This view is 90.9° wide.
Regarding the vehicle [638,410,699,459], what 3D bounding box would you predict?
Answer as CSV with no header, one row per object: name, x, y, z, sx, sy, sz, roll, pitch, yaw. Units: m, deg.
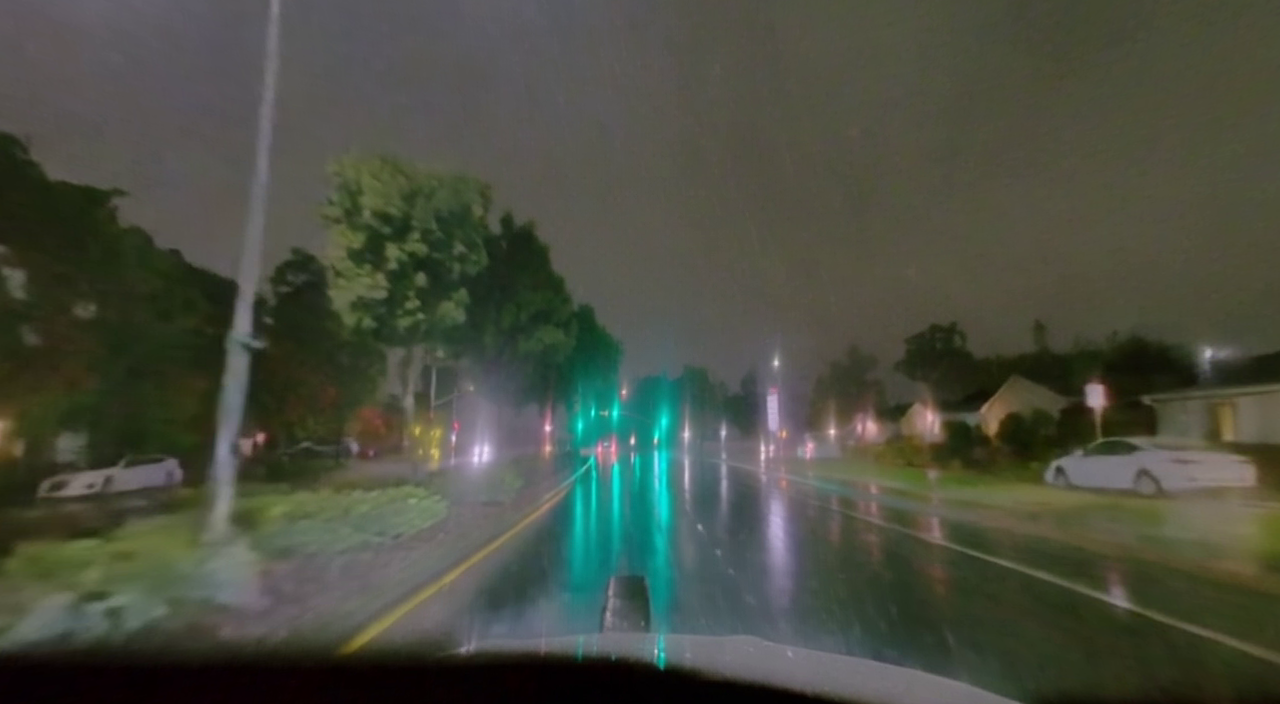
vehicle,1.901,6.517,49.282,3.037,3.261,12.926,1,-8,-5

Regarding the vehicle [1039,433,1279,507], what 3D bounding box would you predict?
vehicle,11.725,2.656,14.711,1.839,1.445,4.484,0,-8,0

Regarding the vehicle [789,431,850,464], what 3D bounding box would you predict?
vehicle,10.500,5.639,37.388,2.145,1.795,4.992,0,-8,0

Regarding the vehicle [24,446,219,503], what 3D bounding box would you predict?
vehicle,-15.199,3.570,18.911,2.070,1.469,4.524,1,-8,-2

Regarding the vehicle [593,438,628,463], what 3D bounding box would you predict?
vehicle,-1.958,6.311,40.540,2.113,1.462,4.203,1,-8,-4
